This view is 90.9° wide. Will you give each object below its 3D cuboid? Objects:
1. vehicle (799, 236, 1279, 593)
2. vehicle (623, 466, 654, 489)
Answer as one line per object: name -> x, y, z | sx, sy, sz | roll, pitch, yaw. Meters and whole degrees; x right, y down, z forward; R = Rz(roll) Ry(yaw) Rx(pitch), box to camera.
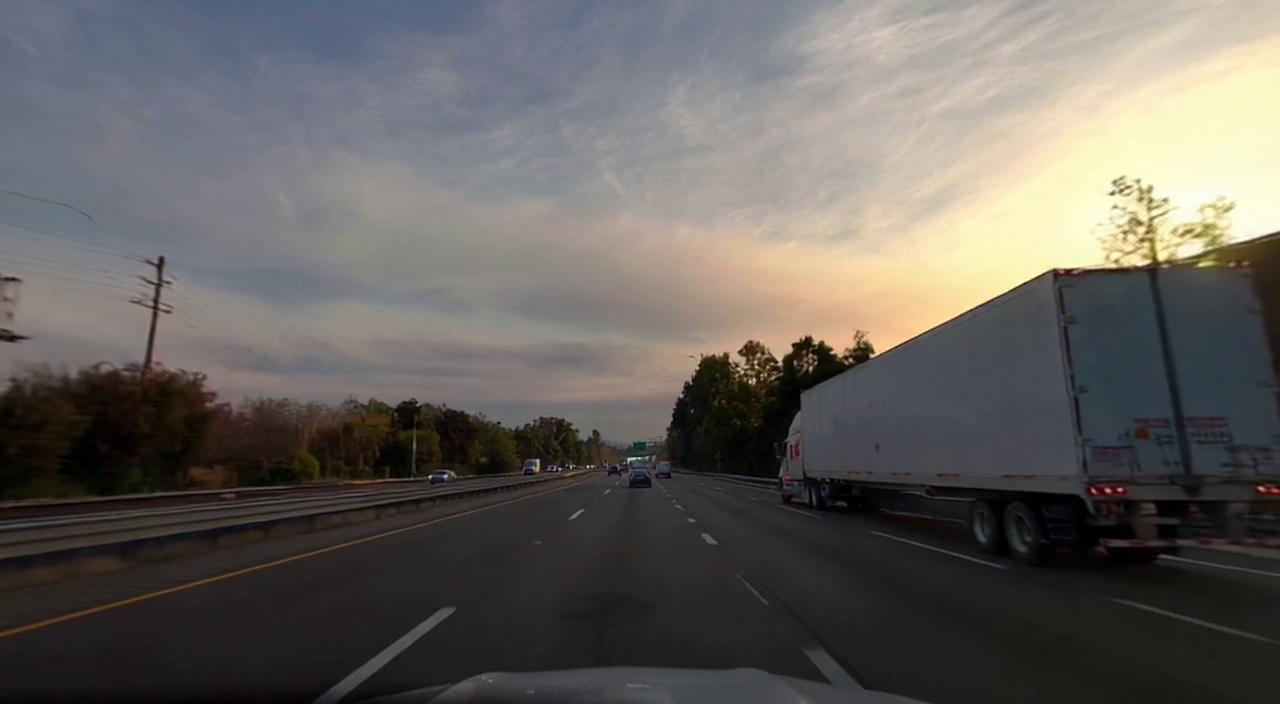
vehicle -> 6.851, 1.872, 14.028 | 2.926, 4.073, 13.836 | 1, -10, 0
vehicle -> -0.111, 8.687, 43.709 | 2.029, 1.459, 3.684 | 1, -10, 0
